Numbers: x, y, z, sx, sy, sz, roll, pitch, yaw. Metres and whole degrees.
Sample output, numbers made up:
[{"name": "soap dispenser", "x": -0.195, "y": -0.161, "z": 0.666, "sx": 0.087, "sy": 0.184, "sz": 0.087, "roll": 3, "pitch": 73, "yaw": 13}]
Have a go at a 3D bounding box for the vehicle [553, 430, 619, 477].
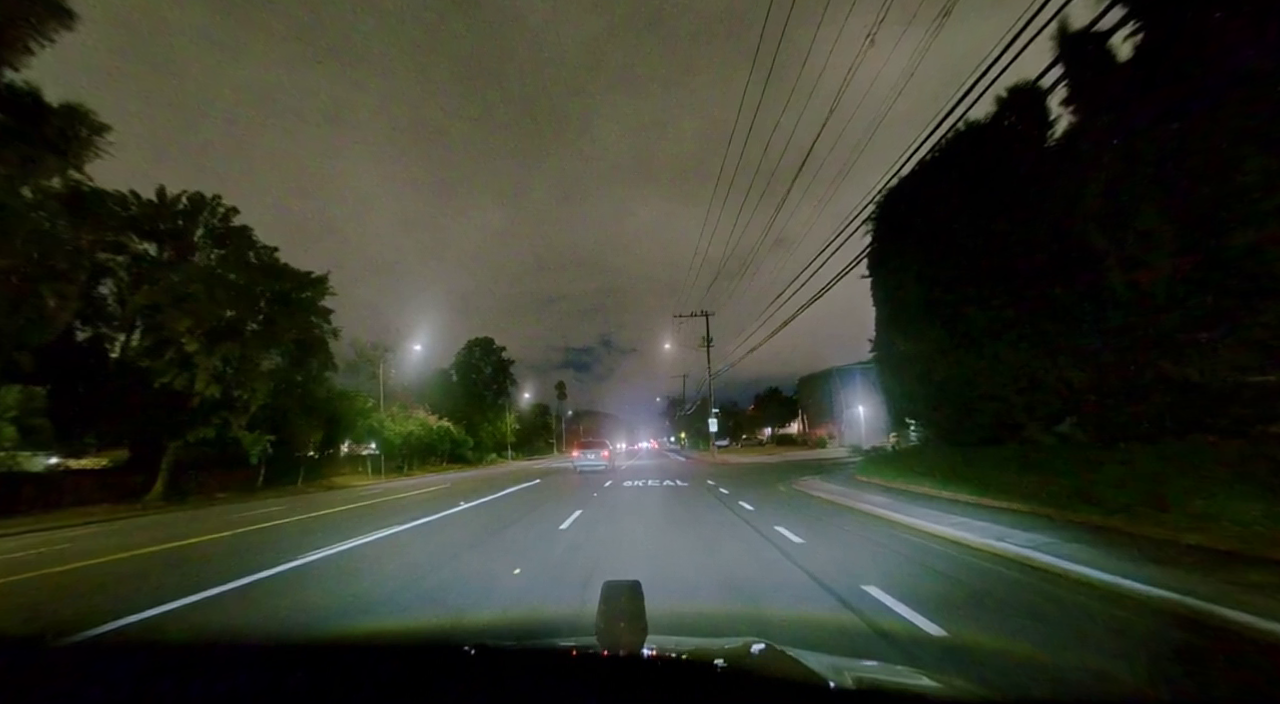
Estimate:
[{"name": "vehicle", "x": -2.236, "y": 4.438, "z": 27.679, "sx": 2.327, "sy": 1.861, "sz": 4.941, "roll": -1, "pitch": -9, "yaw": 2}]
